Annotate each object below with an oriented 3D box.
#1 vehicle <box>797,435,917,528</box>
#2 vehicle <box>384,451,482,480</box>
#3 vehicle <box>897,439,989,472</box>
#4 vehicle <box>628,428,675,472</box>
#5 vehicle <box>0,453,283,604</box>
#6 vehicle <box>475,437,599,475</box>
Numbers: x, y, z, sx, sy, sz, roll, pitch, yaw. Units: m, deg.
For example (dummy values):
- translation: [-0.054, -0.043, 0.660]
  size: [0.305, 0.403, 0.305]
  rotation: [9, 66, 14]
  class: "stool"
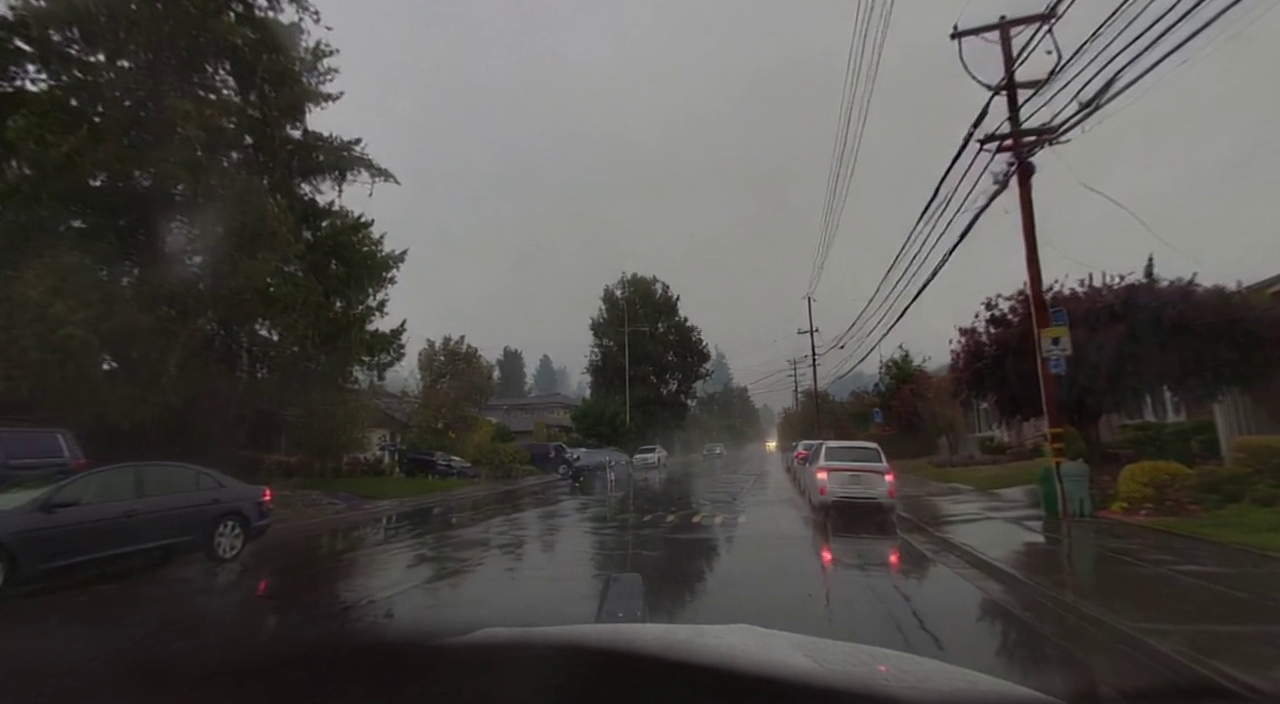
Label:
- translation: [4.136, 2.477, 12.566]
  size: [1.908, 1.572, 3.105]
  rotation: [-2, -9, 13]
  class: "vehicle"
- translation: [-10.662, 5.858, 32.672]
  size: [4.481, 1.420, 1.712]
  rotation: [-1, -9, 9]
  class: "vehicle"
- translation: [16.131, 5.537, 33.883]
  size: [4.075, 1.674, 1.811]
  rotation: [-2, -9, 13]
  class: "vehicle"
- translation: [0.908, 6.954, 45.136]
  size: [2.199, 2.902, 5.848]
  rotation: [-2, -9, 12]
  class: "vehicle"
- translation: [-7.066, 2.015, 7.844]
  size: [1.968, 1.449, 4.502]
  rotation: [-2, -9, 13]
  class: "vehicle"
- translation: [-5.802, 5.849, 35.807]
  size: [6.488, 2.009, 2.354]
  rotation: [-2, -9, 12]
  class: "vehicle"
